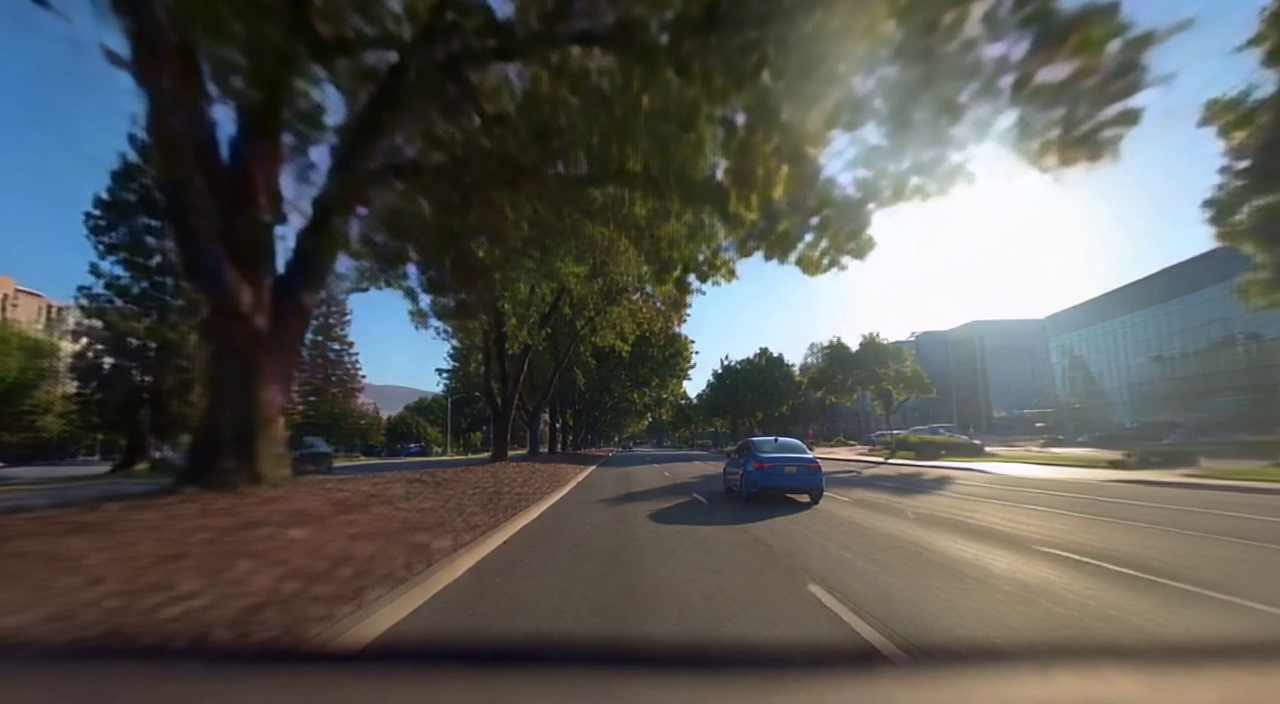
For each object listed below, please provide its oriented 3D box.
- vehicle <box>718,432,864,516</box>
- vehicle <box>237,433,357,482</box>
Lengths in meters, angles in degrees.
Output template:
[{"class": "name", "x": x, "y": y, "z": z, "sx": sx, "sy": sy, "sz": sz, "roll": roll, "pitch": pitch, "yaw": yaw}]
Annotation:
[{"class": "vehicle", "x": 2.961, "y": 2.489, "z": 13.464, "sx": 1.950, "sy": 1.473, "sz": 4.259, "roll": 0, "pitch": -8, "yaw": -2}, {"class": "vehicle", "x": -15.098, "y": 4.660, "z": 28.324, "sx": 2.234, "sy": 1.957, "sz": 5.941, "roll": 0, "pitch": -8, "yaw": -2}]
